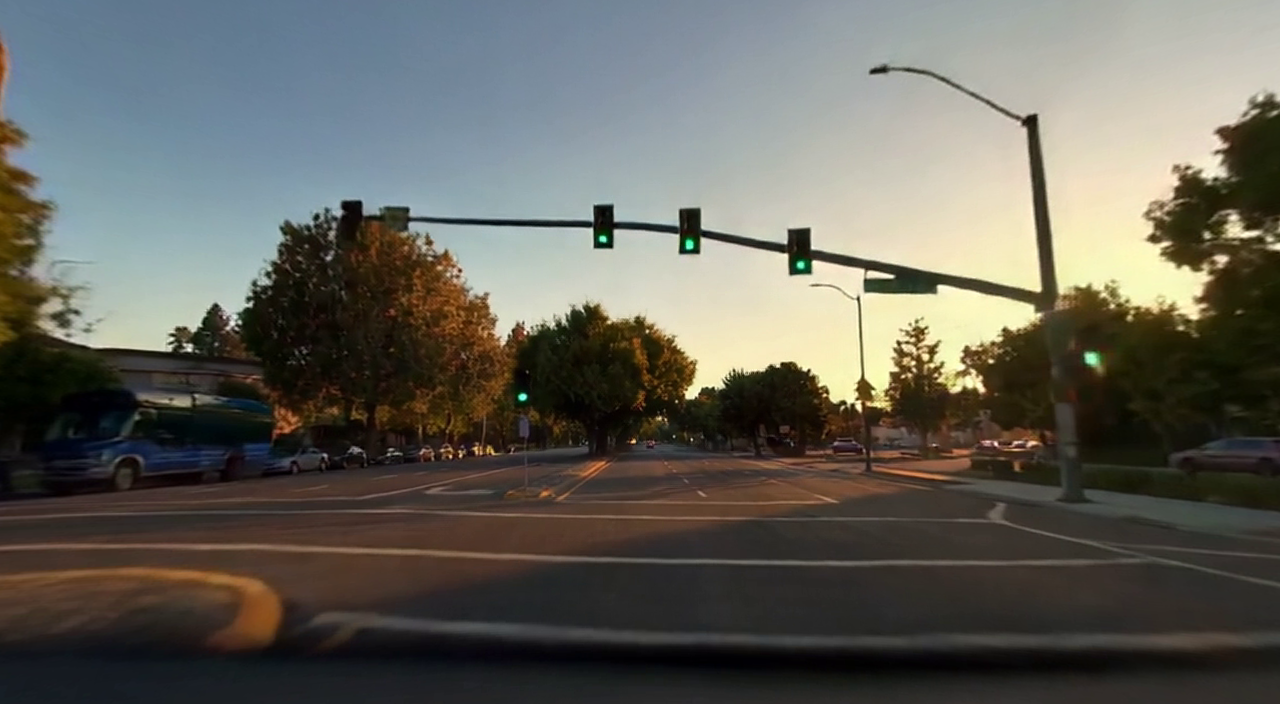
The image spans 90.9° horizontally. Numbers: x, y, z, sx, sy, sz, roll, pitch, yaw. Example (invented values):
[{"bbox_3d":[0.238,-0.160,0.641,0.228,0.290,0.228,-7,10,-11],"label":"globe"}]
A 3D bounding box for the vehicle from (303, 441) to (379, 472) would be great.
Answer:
[{"bbox_3d":[-17.849,6.239,37.907,2.200,1.730,4.886,0,-8,-1],"label":"vehicle"}]

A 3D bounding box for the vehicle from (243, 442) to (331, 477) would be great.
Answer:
[{"bbox_3d":[-18.004,5.484,32.451,1.892,1.681,4.596,0,-8,0],"label":"vehicle"}]

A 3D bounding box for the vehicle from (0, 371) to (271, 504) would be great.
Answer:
[{"bbox_3d":[-17.772,3.197,23.431,3.028,3.724,9.001,-5,-8,-2],"label":"vehicle"}]
